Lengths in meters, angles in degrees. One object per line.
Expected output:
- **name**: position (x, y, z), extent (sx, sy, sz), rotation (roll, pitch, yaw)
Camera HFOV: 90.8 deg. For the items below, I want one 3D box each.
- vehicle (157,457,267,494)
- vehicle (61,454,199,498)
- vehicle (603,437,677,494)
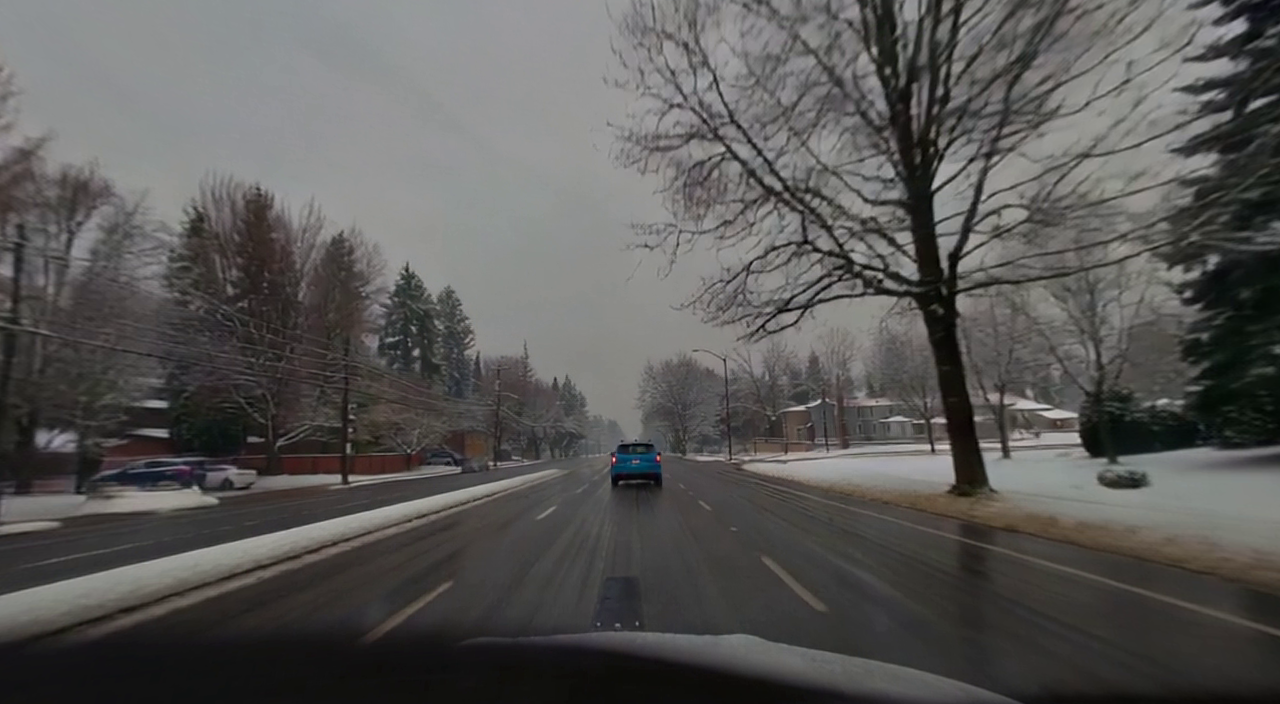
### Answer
- **vehicle**: position (-21.798, 6.297, 32.305), extent (4.241, 1.500, 1.956), rotation (-4, -9, 0)
- **vehicle**: position (-23.786, 5.755, 29.598), extent (4.866, 1.614, 1.911), rotation (-4, -8, 0)
- **vehicle**: position (-0.026, 3.627, 20.628), extent (2.181, 1.639, 4.127), rotation (0, -9, -1)
